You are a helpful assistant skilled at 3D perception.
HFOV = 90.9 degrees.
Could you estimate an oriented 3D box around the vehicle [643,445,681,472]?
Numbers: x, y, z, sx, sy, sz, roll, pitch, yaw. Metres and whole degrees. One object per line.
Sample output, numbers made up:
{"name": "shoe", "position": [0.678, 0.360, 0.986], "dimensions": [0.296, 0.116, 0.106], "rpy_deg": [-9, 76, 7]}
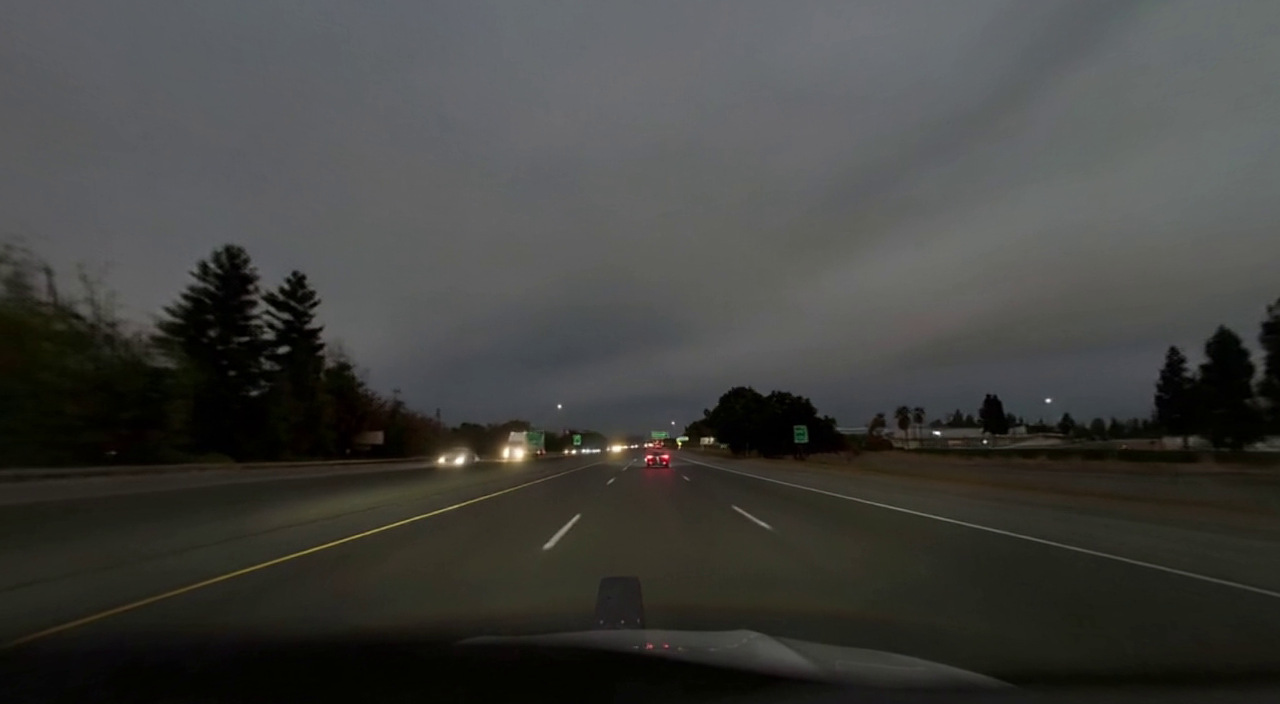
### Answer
{"name": "vehicle", "position": [1.336, 6.742, 40.075], "dimensions": [2.231, 1.652, 4.503], "rpy_deg": [0, -9, -1]}
